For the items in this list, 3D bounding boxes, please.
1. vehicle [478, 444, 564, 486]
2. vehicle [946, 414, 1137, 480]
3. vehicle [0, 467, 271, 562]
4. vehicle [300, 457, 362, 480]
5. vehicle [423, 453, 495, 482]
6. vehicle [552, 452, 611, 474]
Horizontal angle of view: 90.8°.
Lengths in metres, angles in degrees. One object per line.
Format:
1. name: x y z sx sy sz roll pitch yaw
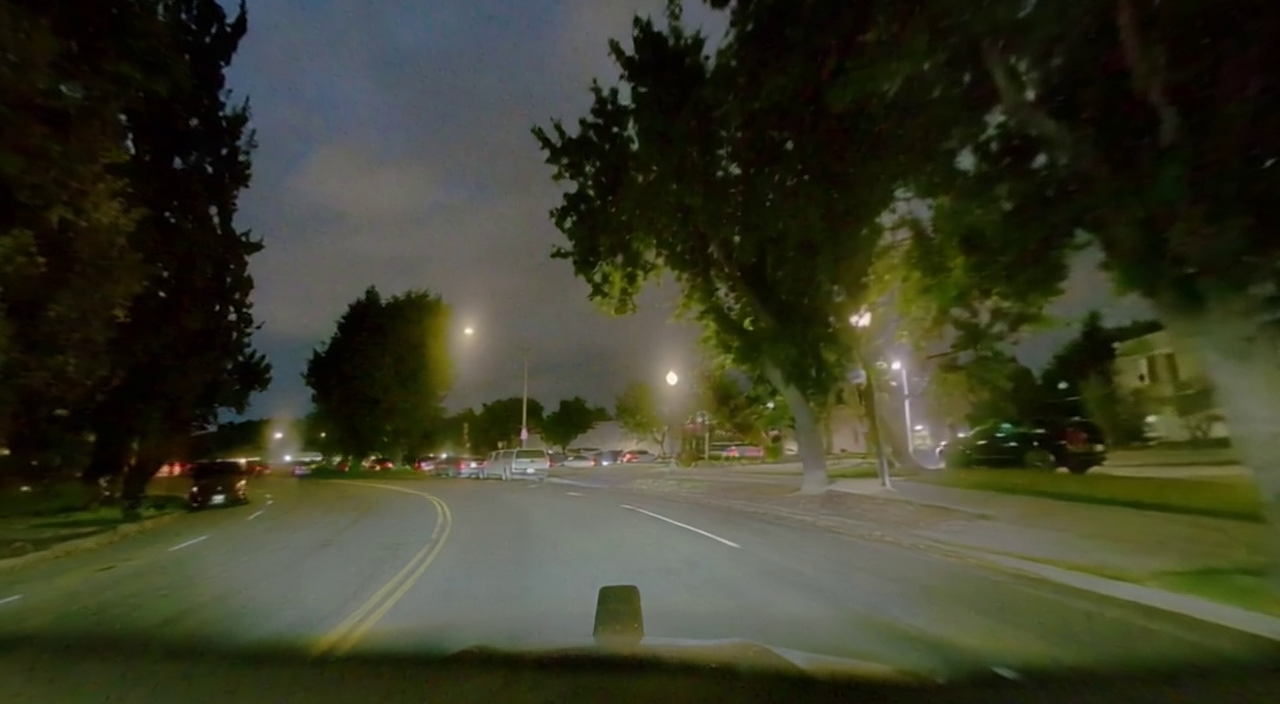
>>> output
1. vehicle: -5.685 5.230 29.669 2.289 1.785 4.944 5 -10 -32
2. vehicle: 11.112 2.693 17.889 4.248 1.657 1.940 -4 -10 27
3. vehicle: -10.503 3.195 13.211 2.876 1.170 6.732 -2 -8 -13
4. vehicle: -22.259 8.362 45.426 4.713 1.508 1.884 -6 -10 35
5. vehicle: -10.258 6.463 35.672 2.066 1.509 4.579 7 -11 -41
6. vehicle: -4.096 7.870 44.918 2.218 1.373 4.156 -5 -10 29
